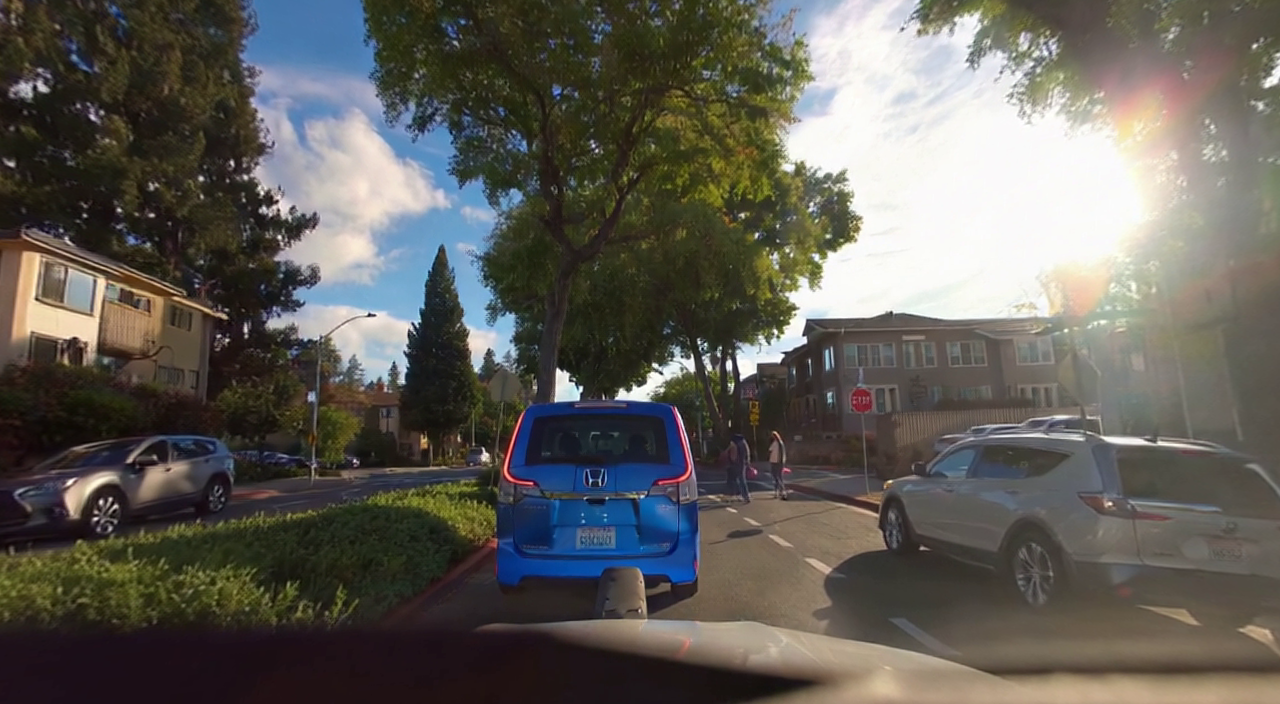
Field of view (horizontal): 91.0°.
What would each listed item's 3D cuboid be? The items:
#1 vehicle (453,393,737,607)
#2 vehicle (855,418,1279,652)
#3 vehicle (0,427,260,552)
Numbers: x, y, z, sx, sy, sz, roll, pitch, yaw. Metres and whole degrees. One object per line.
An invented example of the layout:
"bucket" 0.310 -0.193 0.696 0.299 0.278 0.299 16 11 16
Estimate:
"vehicle" -0.385 1.594 7.697 2.377 1.787 4.652 0 -9 0
"vehicle" 4.220 1.685 6.912 1.959 1.581 4.731 4 -9 -2
"vehicle" -8.291 2.026 10.059 1.825 1.532 4.083 -3 -7 1
